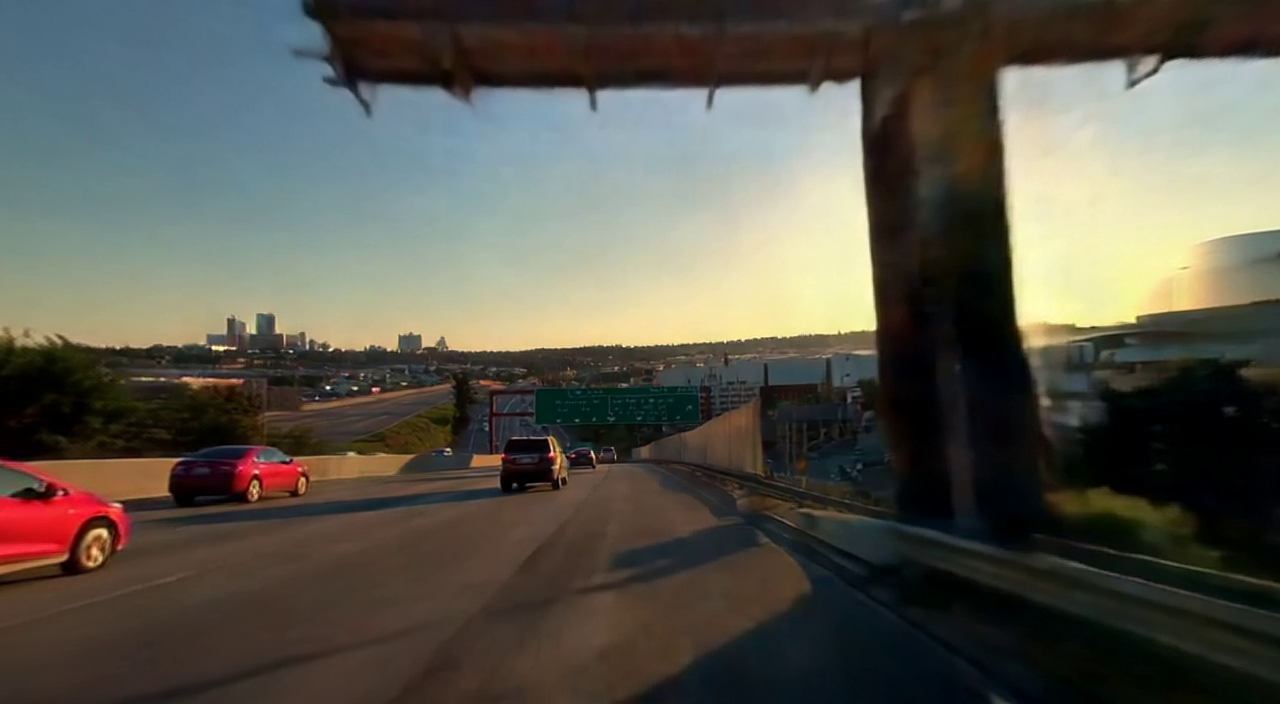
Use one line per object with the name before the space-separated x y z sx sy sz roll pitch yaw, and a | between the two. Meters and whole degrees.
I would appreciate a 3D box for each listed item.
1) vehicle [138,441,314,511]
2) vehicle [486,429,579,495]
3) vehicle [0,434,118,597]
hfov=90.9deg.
vehicle | -11.124 3.318 17.440 1.919 1.665 4.394 0 -8 -1
vehicle | -3.540 3.755 22.008 2.301 1.985 5.247 0 -8 0
vehicle | -6.901 1.474 5.477 1.796 1.509 3.393 0 -8 0
